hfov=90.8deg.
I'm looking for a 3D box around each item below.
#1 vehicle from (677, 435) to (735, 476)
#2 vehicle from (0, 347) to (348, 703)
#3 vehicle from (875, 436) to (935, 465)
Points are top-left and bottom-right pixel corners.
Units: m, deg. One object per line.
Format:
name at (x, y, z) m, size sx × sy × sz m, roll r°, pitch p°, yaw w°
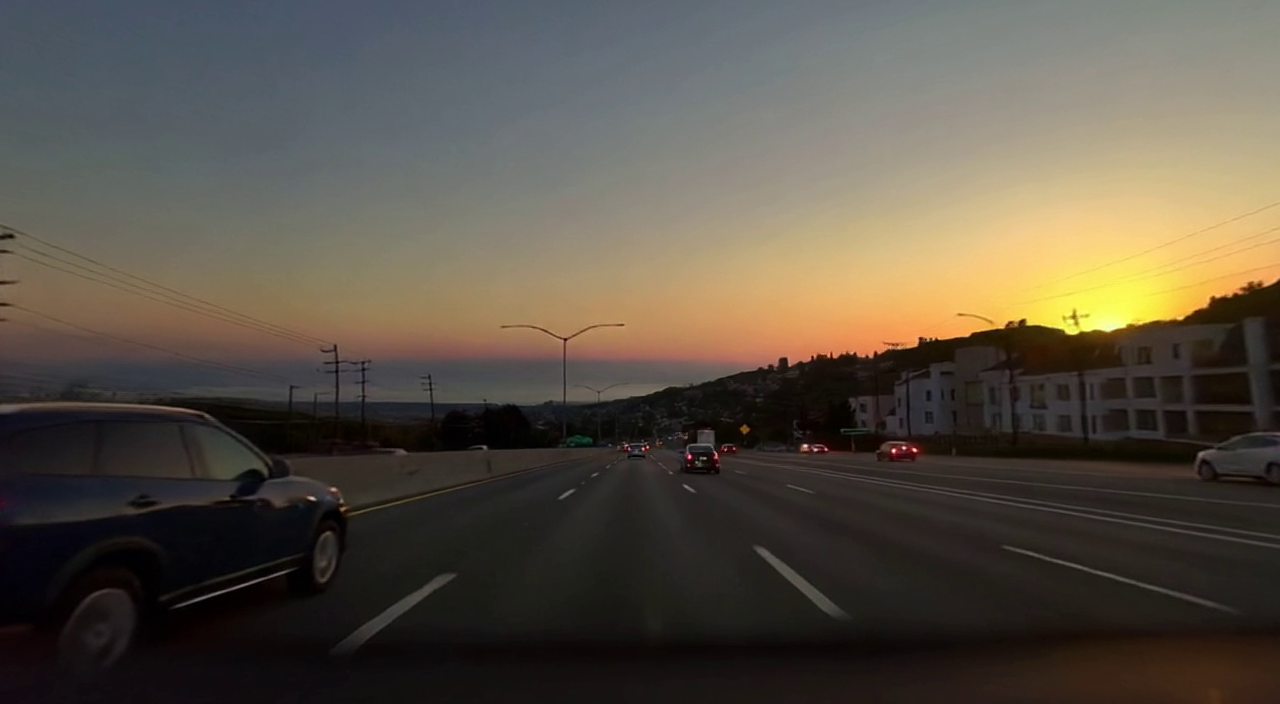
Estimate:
vehicle at (2.847, 4.571, 28.153) m, size 1.997 × 1.638 × 4.281 m, roll 0°, pitch -8°, yaw -1°
vehicle at (-3.574, 0.924, 3.094) m, size 2.099 × 1.682 × 4.590 m, roll 0°, pitch -8°, yaw 0°
vehicle at (17.366, 6.493, 41.685) m, size 2.070 × 1.782 × 5.006 m, roll -1°, pitch -8°, yaw 4°
